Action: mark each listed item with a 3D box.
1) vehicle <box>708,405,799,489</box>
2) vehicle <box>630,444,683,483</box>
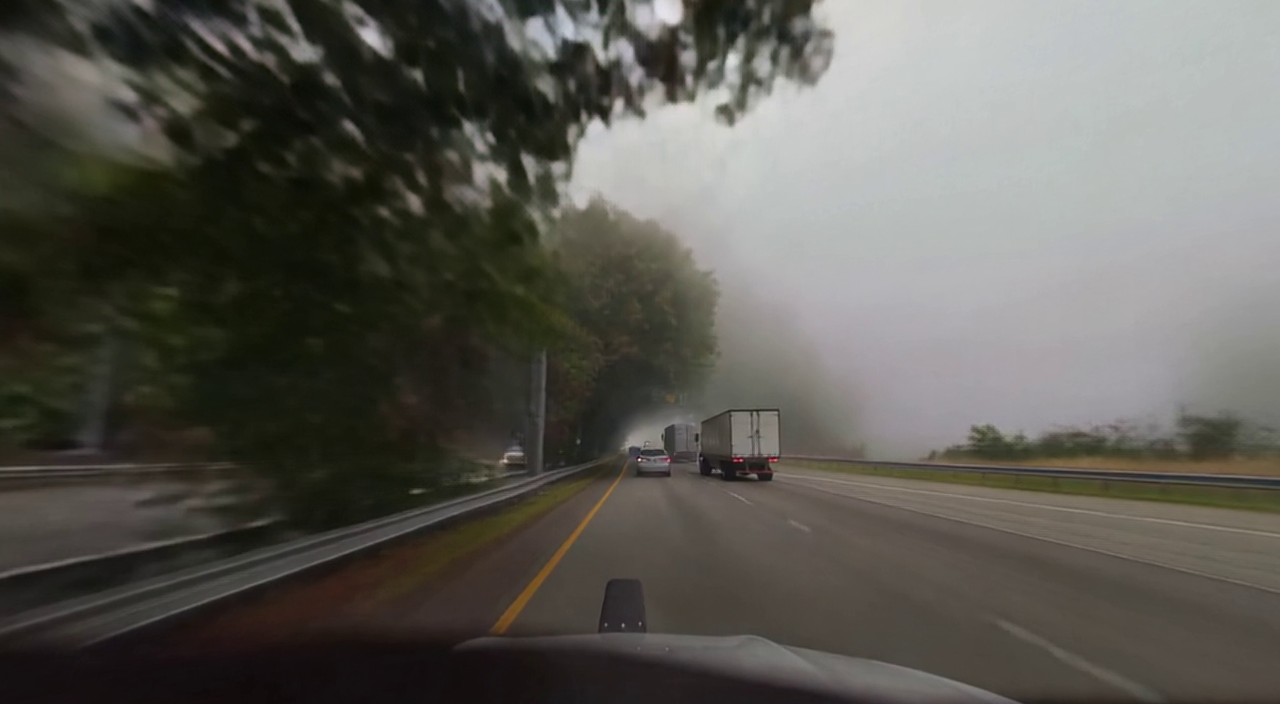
[{"bbox_3d":[4.890,4.303,28.677,2.600,3.282,7.635,0,-9,-1],"label":"vehicle"},{"bbox_3d":[0.629,4.720,26.985,2.069,1.523,4.012,0,-9,-1],"label":"vehicle"}]
